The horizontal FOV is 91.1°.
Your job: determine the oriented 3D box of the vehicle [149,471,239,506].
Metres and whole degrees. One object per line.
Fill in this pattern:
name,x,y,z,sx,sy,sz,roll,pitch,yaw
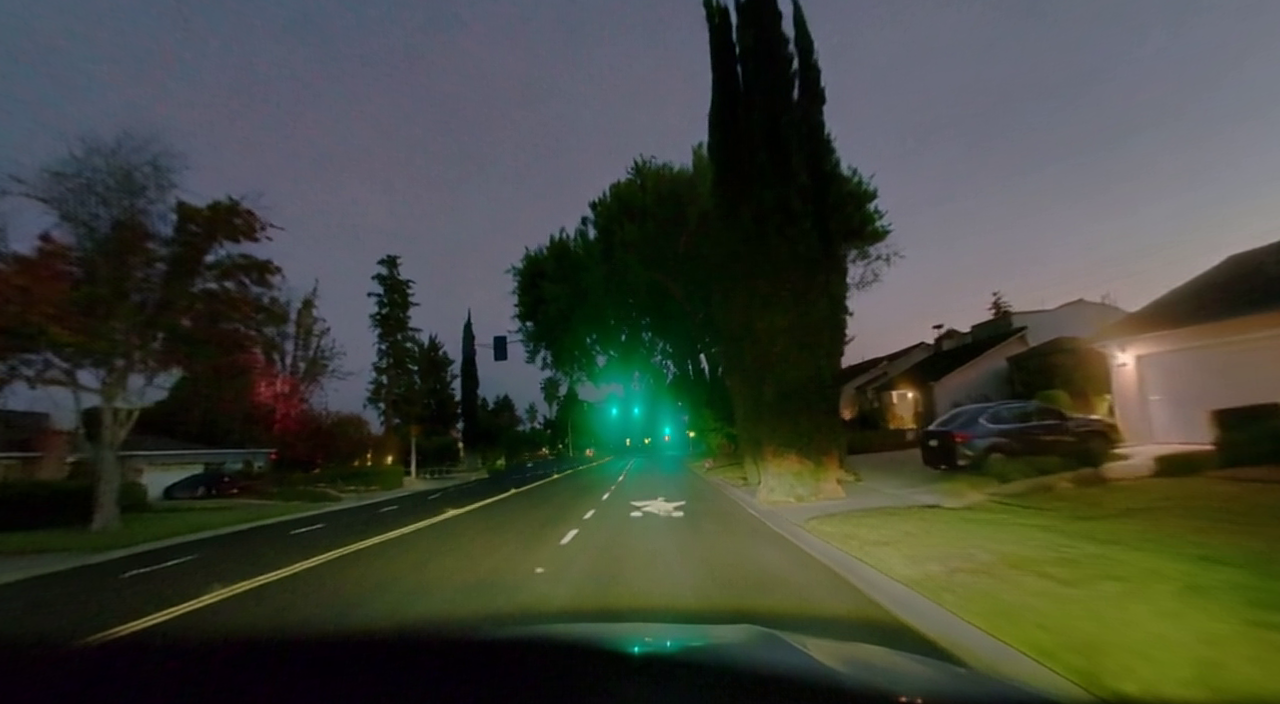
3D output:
vehicle,-22.423,6.842,31.745,1.847,1.461,3.659,0,-8,0

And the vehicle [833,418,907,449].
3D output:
vehicle,14.696,5.250,40.254,3.917,1.454,1.725,-7,-8,0

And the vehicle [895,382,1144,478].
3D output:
vehicle,8.235,1.721,13.724,4.636,1.823,1.997,2,-9,-18
